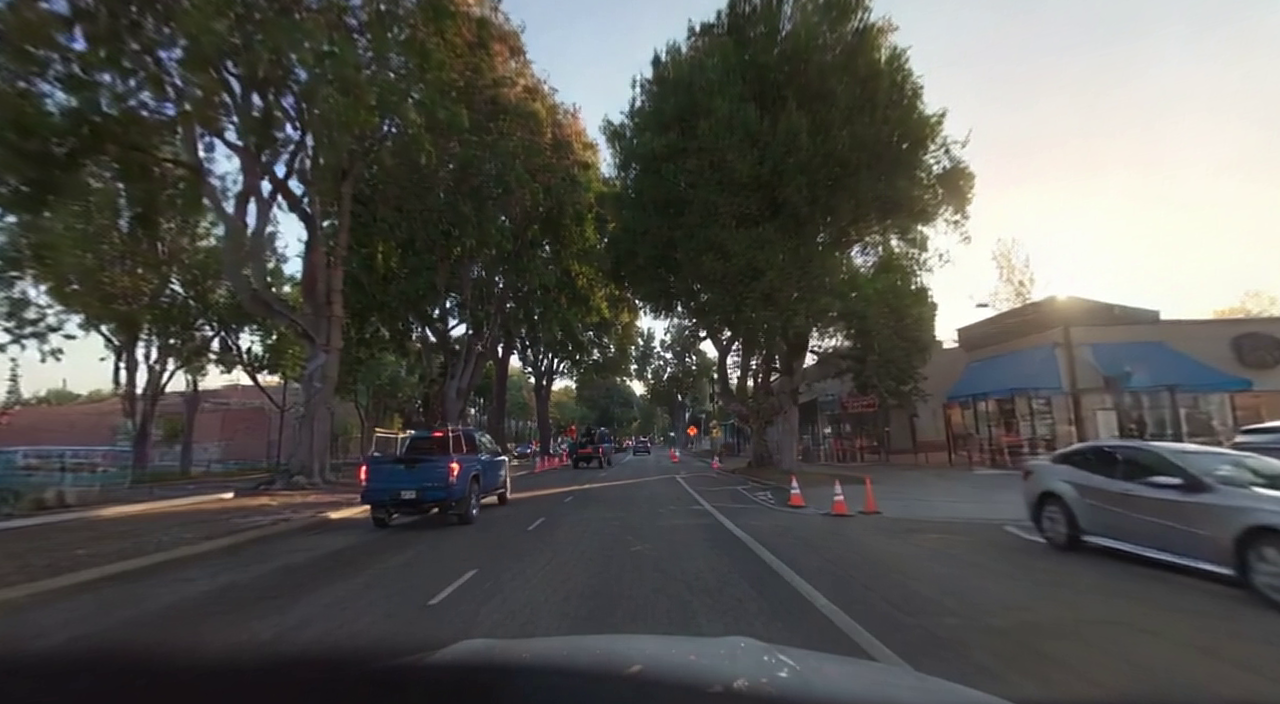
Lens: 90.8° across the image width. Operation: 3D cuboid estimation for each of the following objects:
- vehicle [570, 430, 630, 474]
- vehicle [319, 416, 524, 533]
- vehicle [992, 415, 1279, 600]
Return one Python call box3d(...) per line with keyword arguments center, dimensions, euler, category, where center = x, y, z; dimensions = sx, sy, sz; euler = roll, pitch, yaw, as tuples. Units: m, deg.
box3d(center=(-1.943, 5.126, 32.560), dimensions=(2.424, 2.063, 5.678), euler=(-1, -8, 3), category="vehicle")
box3d(center=(-3.773, 2.217, 11.996), dimensions=(2.327, 1.775, 4.430), euler=(0, -8, -1), category="vehicle")
box3d(center=(6.669, 1.630, 7.289), dimensions=(2.126, 1.642, 4.888), euler=(0, -8, -4), category="vehicle")
